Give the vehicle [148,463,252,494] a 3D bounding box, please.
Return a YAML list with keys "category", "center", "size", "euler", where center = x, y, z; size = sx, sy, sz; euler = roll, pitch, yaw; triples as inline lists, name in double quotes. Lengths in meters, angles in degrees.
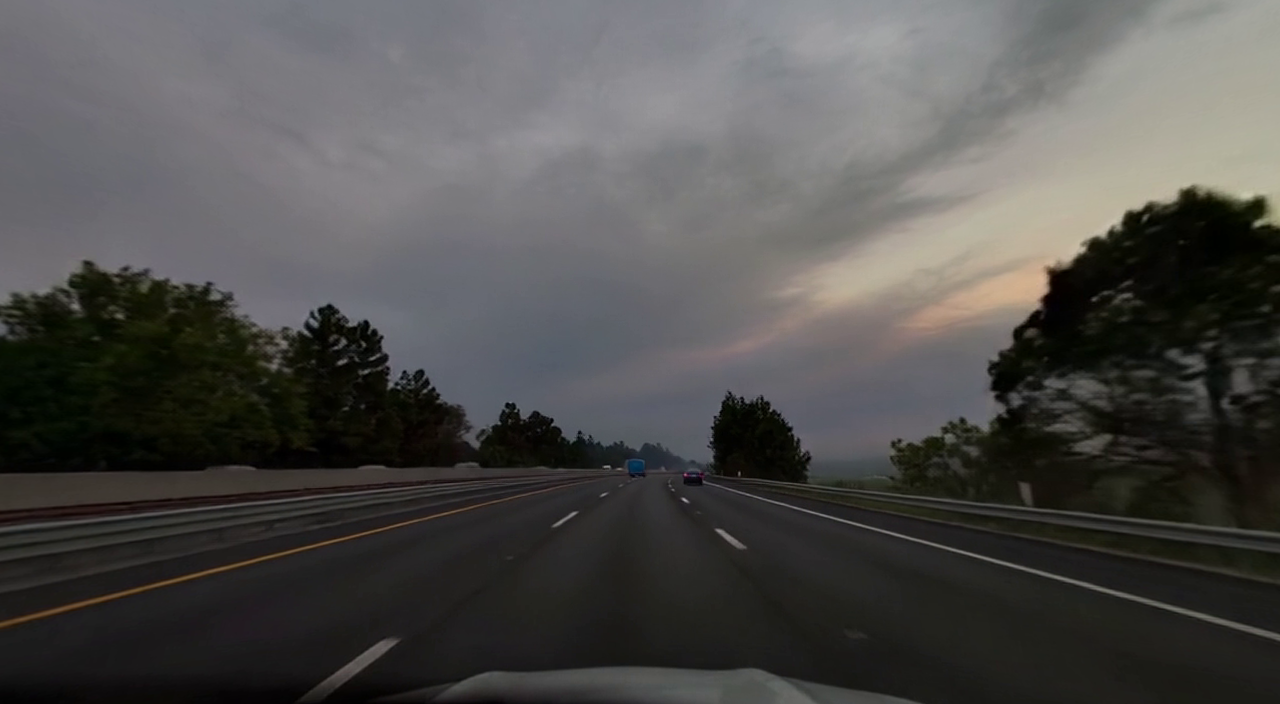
- category: "vehicle"
  center: [-20.672, 5.950, 29.833]
  size: [1.917, 1.373, 4.065]
  euler: [0, -10, 2]
